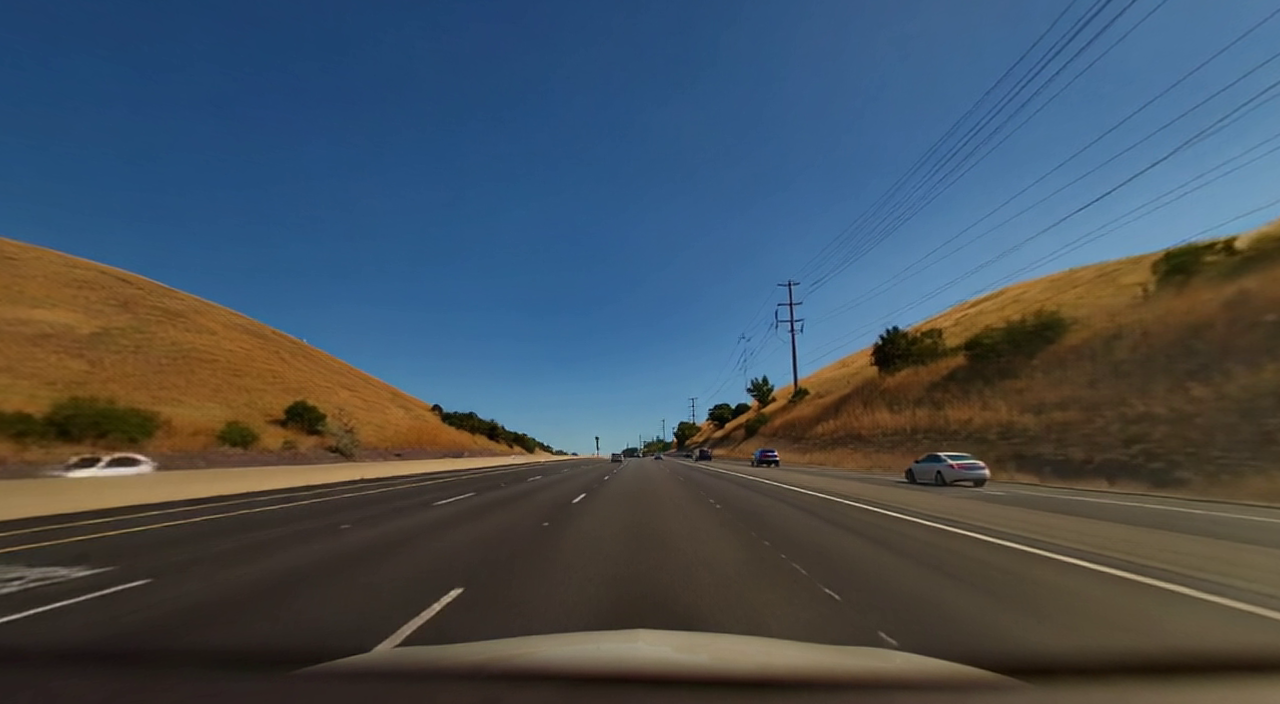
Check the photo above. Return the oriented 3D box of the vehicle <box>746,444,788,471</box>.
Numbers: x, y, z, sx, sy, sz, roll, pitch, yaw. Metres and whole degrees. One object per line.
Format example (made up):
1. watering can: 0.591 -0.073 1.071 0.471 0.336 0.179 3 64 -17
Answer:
1. vehicle: 9.436 7.874 47.105 2.108 1.870 4.435 0 -9 -1

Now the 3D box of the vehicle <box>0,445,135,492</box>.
1. vehicle: -21.800 4.293 23.698 1.851 1.579 4.447 0 -9 0

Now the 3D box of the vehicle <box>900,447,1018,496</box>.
1. vehicle: 10.530 3.940 21.137 1.884 1.486 3.770 0 -9 -1
